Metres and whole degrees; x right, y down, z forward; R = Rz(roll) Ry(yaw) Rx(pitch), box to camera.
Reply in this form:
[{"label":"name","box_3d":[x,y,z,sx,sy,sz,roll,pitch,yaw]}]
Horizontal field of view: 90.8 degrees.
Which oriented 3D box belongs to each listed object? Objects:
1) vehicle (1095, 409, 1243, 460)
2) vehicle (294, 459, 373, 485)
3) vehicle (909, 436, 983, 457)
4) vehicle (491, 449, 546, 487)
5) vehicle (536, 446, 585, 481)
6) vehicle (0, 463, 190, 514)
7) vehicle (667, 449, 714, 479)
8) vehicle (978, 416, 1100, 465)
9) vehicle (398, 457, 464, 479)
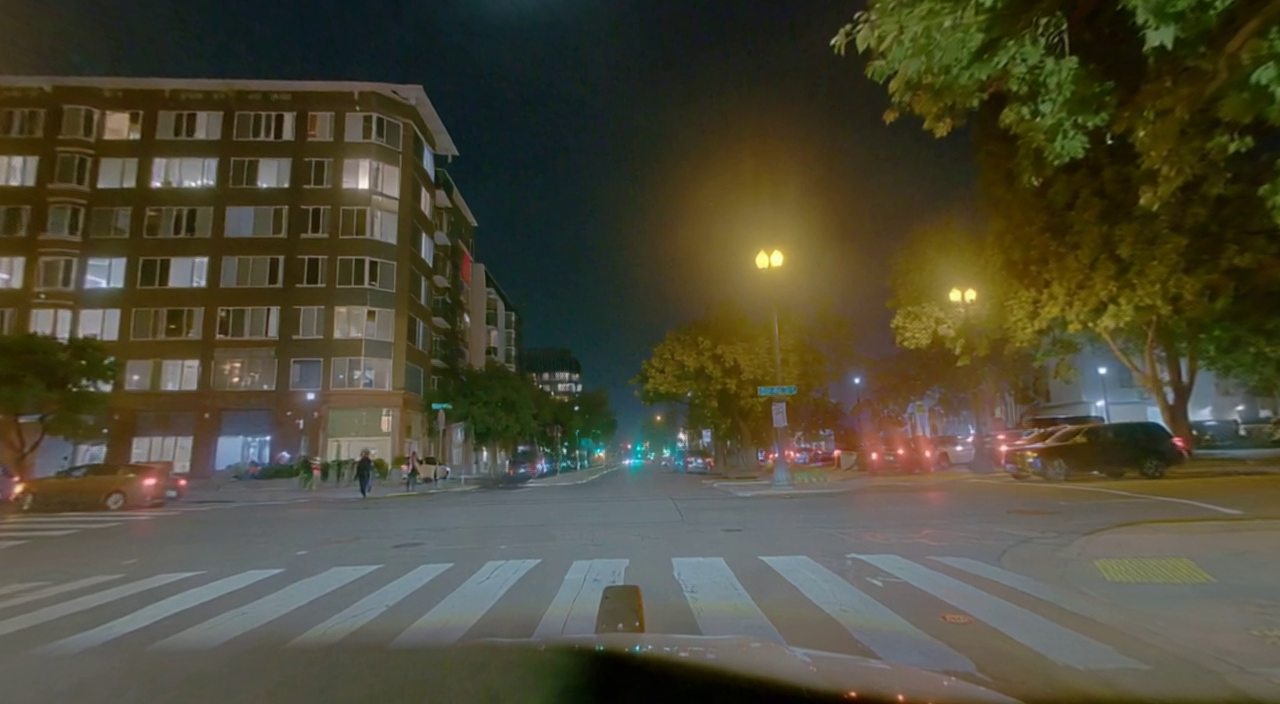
[{"label":"vehicle","box_3d":[22.299,3.550,26.984,2.137,1.962,4.988,-1,-8,3]},{"label":"vehicle","box_3d":[-22.940,8.965,47.335,4.844,1.836,2.117,-2,-8,7]},{"label":"vehicle","box_3d":[23.006,7.136,47.605,4.528,1.475,2.070,0,-8,3]},{"label":"vehicle","box_3d":[-7.624,7.286,40.076,2.193,1.814,5.061,-9,-8,0]},{"label":"vehicle","box_3d":[-4.522,6.432,36.549,2.102,1.768,4.290,-3,-10,2]},{"label":"vehicle","box_3d":[-17.320,4.321,20.193,4.439,1.448,1.793,0,-9,0]},{"label":"vehicle","box_3d":[2.841,6.445,36.560,1.942,1.603,3.785,2,-9,-8]},{"label":"vehicle","box_3d":[16.738,3.808,26.836,2.041,1.921,4.574,0,-9,-2]},{"label":"vehicle","box_3d":[-15.476,8.647,46.985,4.203,1.544,1.889,-1,-8,4]}]
